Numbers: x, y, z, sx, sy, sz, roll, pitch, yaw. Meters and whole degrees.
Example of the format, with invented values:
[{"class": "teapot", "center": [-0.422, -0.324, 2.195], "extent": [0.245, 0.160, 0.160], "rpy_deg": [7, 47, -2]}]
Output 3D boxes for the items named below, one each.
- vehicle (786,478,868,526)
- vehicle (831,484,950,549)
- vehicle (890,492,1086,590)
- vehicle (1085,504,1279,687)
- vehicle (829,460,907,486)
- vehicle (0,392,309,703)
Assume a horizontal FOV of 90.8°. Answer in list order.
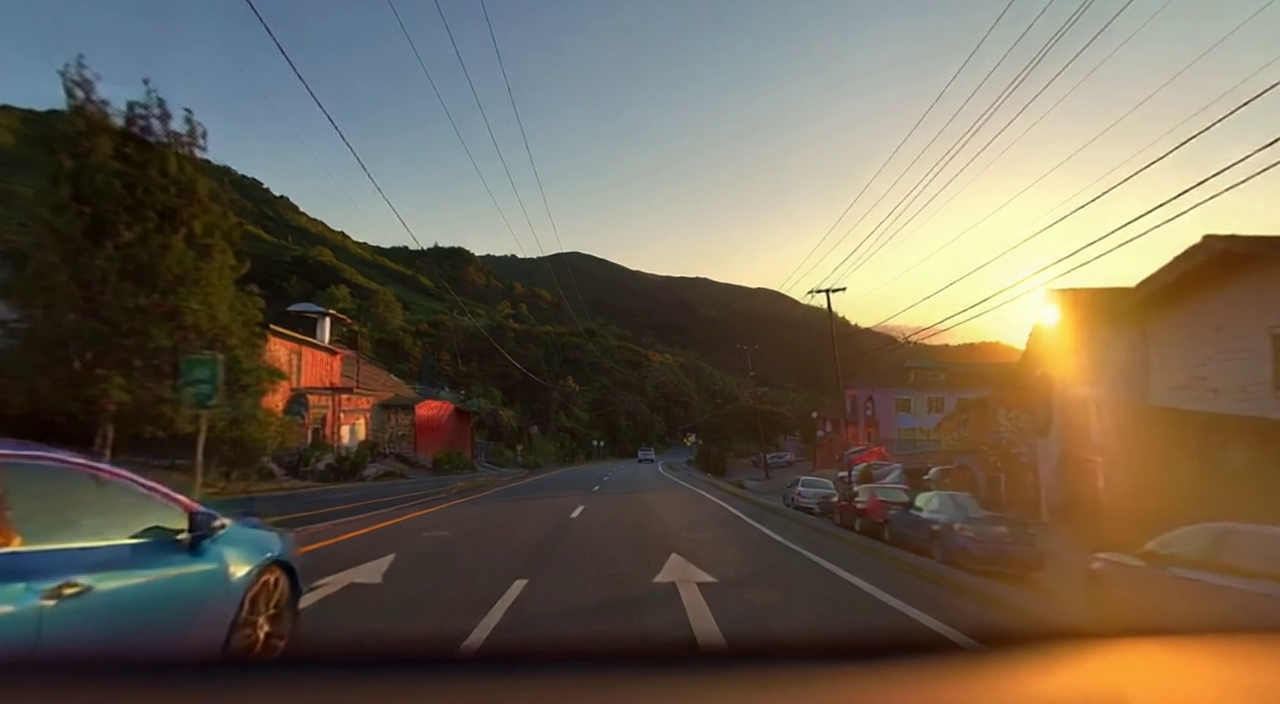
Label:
[{"class": "vehicle", "center": [7.067, 5.721, 24.394], "extent": [1.791, 1.445, 4.412], "rpy_deg": [0, -9, 0]}, {"class": "vehicle", "center": [7.255, 4.790, 18.785], "extent": [1.896, 1.451, 4.070], "rpy_deg": [0, -9, 1]}, {"class": "vehicle", "center": [7.135, 3.892, 13.545], "extent": [1.849, 1.439, 4.143], "rpy_deg": [0, -9, 0]}, {"class": "vehicle", "center": [6.925, 2.462, 6.344], "extent": [1.838, 1.475, 4.152], "rpy_deg": [0, -9, -1]}, {"class": "vehicle", "center": [16.768, 8.932, 46.719], "extent": [4.995, 1.794, 2.020], "rpy_deg": [0, -9, 3]}, {"class": "vehicle", "center": [-2.894, 0.814, 1.471], "extent": [1.972, 1.496, 4.150], "rpy_deg": [0, -9, 0]}]
